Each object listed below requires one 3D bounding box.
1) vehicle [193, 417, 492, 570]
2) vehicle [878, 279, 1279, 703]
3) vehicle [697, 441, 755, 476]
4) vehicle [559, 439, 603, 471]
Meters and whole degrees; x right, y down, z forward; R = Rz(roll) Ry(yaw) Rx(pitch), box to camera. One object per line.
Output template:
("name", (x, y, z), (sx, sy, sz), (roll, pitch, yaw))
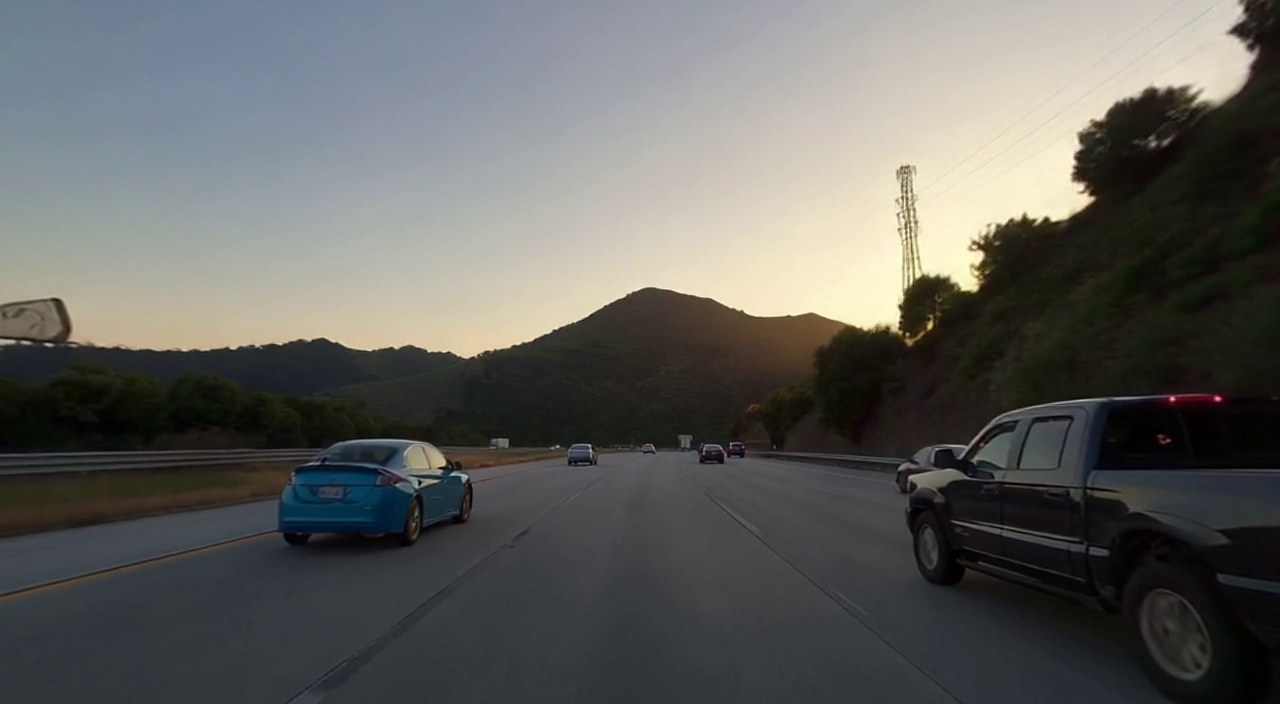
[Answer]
("vehicle", (-3.777, 1.883, 9.182), (2.113, 1.636, 4.494), (0, -9, 1))
("vehicle", (3.516, 0.904, 3.846), (2.098, 1.925, 5.171), (0, -9, 0))
("vehicle", (3.884, 4.905, 29.197), (2.046, 1.471, 4.333), (0, -9, 0))
("vehicle", (-3.340, 5.920, 36.383), (2.021, 1.679, 4.310), (-1, -9, 2))
